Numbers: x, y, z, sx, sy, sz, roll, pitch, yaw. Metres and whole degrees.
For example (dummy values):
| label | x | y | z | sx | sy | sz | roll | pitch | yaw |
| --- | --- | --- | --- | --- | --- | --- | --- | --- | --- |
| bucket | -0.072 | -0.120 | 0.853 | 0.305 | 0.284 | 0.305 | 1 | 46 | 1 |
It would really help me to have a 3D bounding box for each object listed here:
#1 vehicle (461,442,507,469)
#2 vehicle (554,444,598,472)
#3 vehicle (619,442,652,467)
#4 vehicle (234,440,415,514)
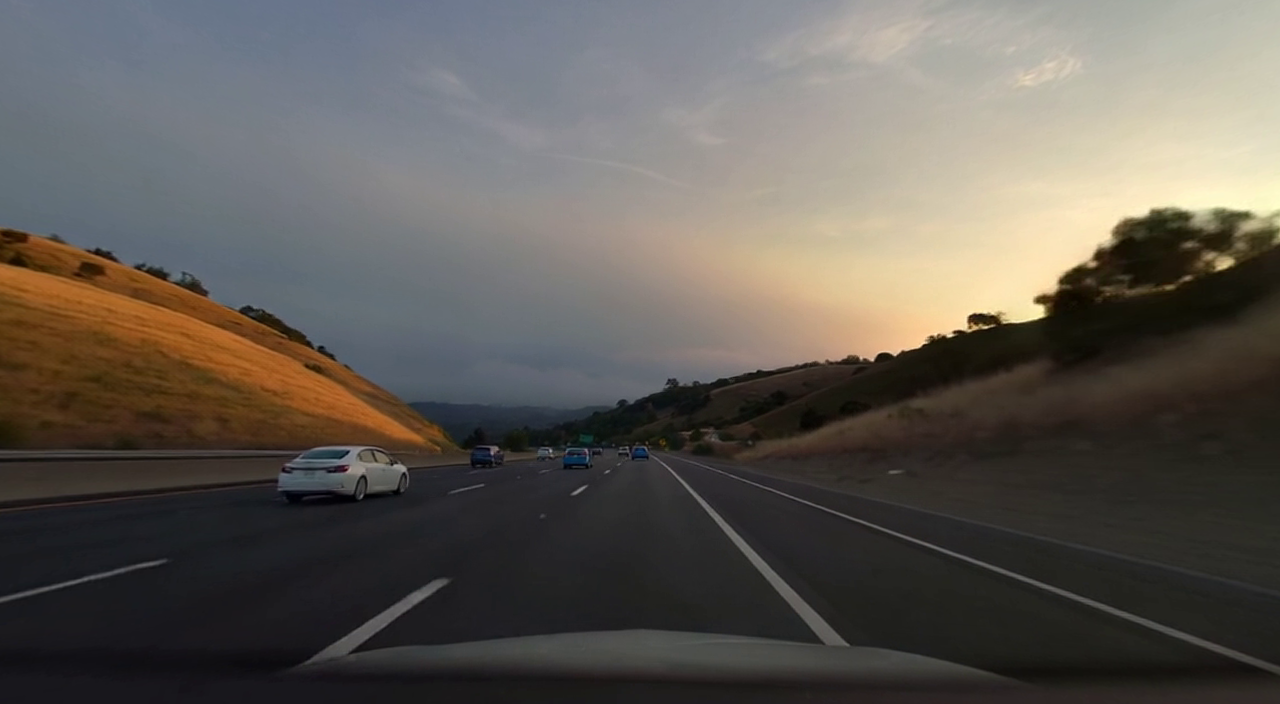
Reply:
| label | x | y | z | sx | sy | sz | roll | pitch | yaw |
| --- | --- | --- | --- | --- | --- | --- | --- | --- | --- |
| vehicle | -11.007 | 7.291 | 44.711 | 2.025 | 1.750 | 4.505 | 0 | -8 | 1 |
| vehicle | -3.689 | 6.224 | 37.354 | 2.144 | 1.505 | 4.649 | 0 | -8 | 0 |
| vehicle | -0.348 | 7.179 | 44.322 | 2.225 | 1.674 | 4.044 | 0 | -8 | -1 |
| vehicle | -7.068 | 2.808 | 14.750 | 1.991 | 1.441 | 4.265 | 0 | -8 | 1 |
